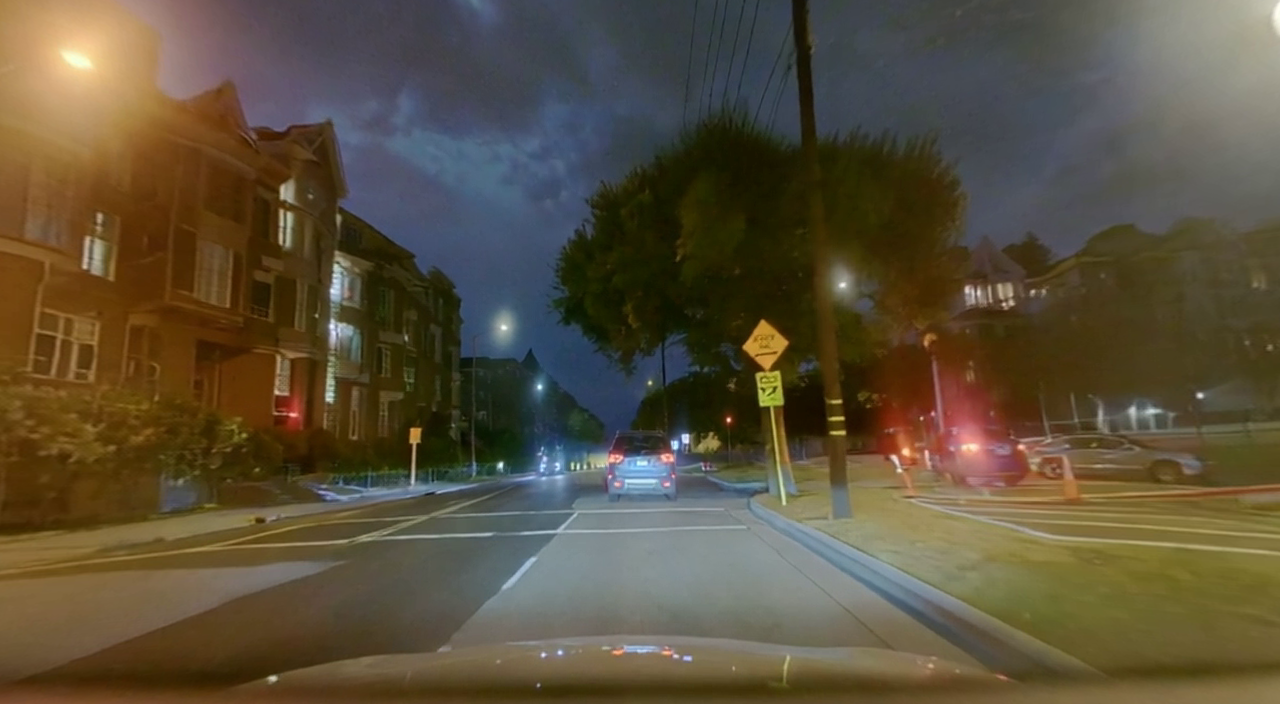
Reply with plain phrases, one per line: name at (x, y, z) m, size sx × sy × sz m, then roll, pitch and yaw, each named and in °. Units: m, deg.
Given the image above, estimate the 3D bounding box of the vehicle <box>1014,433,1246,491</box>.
vehicle at (13.165, 3.000, 17.305) m, size 4.567 × 1.448 × 1.890 m, roll -1°, pitch -9°, yaw 8°

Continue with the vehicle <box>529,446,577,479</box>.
vehicle at (-6.040, 7.753, 44.629) m, size 2.502 × 2.163 × 5.833 m, roll 0°, pitch -9°, yaw 0°

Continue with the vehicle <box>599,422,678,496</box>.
vehicle at (-0.063, 3.366, 20.088) m, size 2.169 × 2.015 × 5.206 m, roll 0°, pitch -9°, yaw -1°
